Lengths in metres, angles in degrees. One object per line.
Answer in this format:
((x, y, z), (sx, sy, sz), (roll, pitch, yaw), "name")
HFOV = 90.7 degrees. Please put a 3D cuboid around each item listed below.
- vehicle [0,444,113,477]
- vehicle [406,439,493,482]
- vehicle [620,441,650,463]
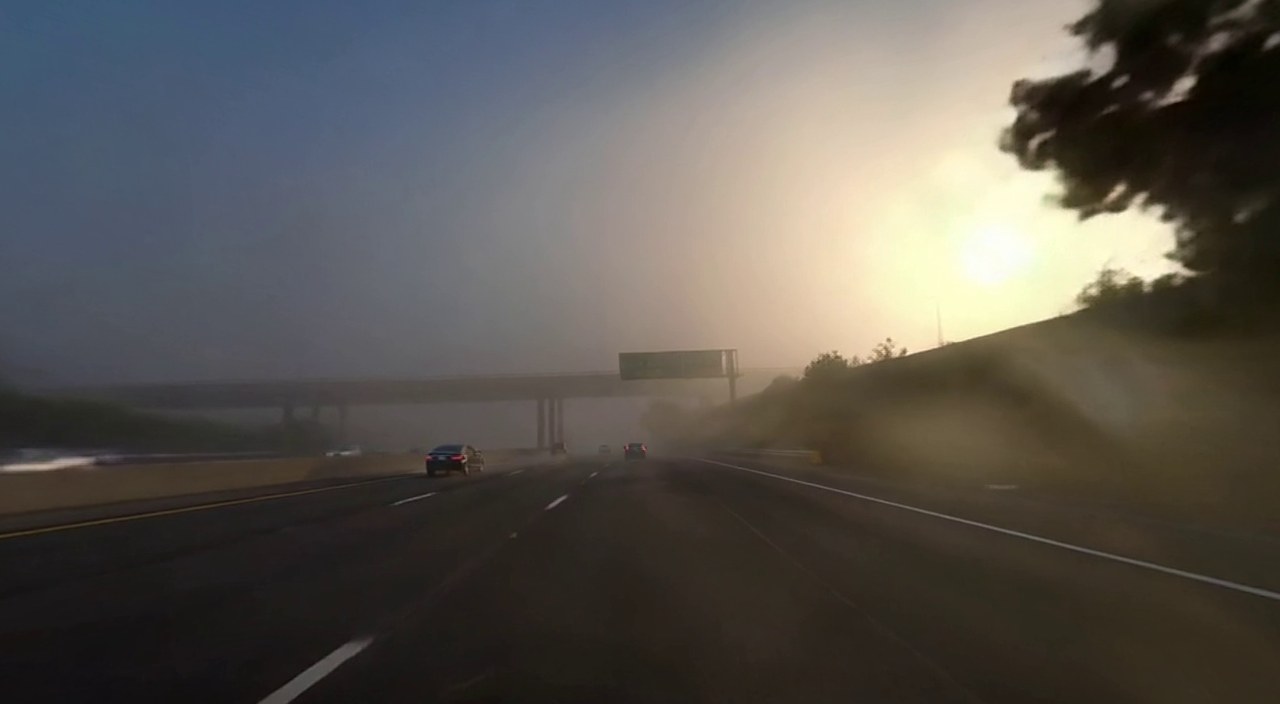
((-32.481, 5.985, 35.385), (2.015, 1.697, 4.576), (0, -8, 0), "vehicle")
((-7.347, 4.213, 24.939), (1.994, 1.487, 4.605), (0, -8, 0), "vehicle")
((-0.391, 7.358, 46.679), (2.086, 1.472, 4.168), (0, -8, -1), "vehicle")
